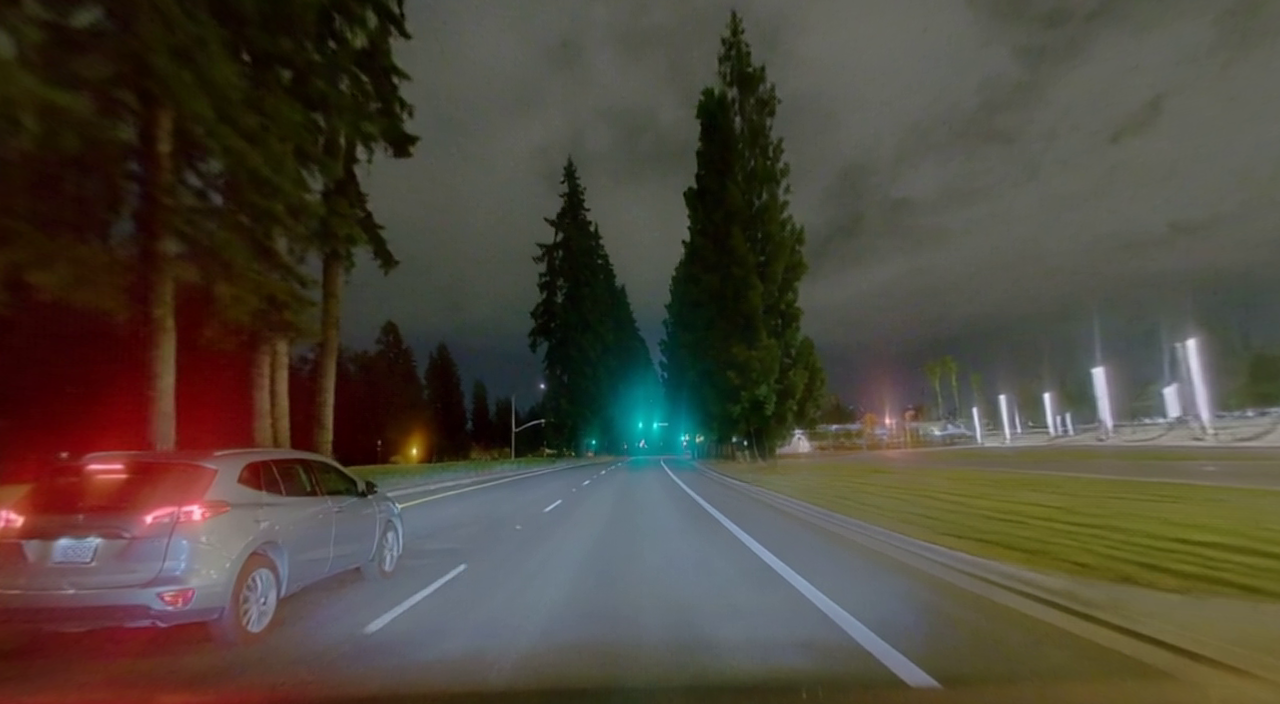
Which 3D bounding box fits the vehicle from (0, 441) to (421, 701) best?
[{"bbox_3d":[-3.706,1.543,5.693,1.946,1.437,4.154,0,-8,0],"label":"vehicle"}]
